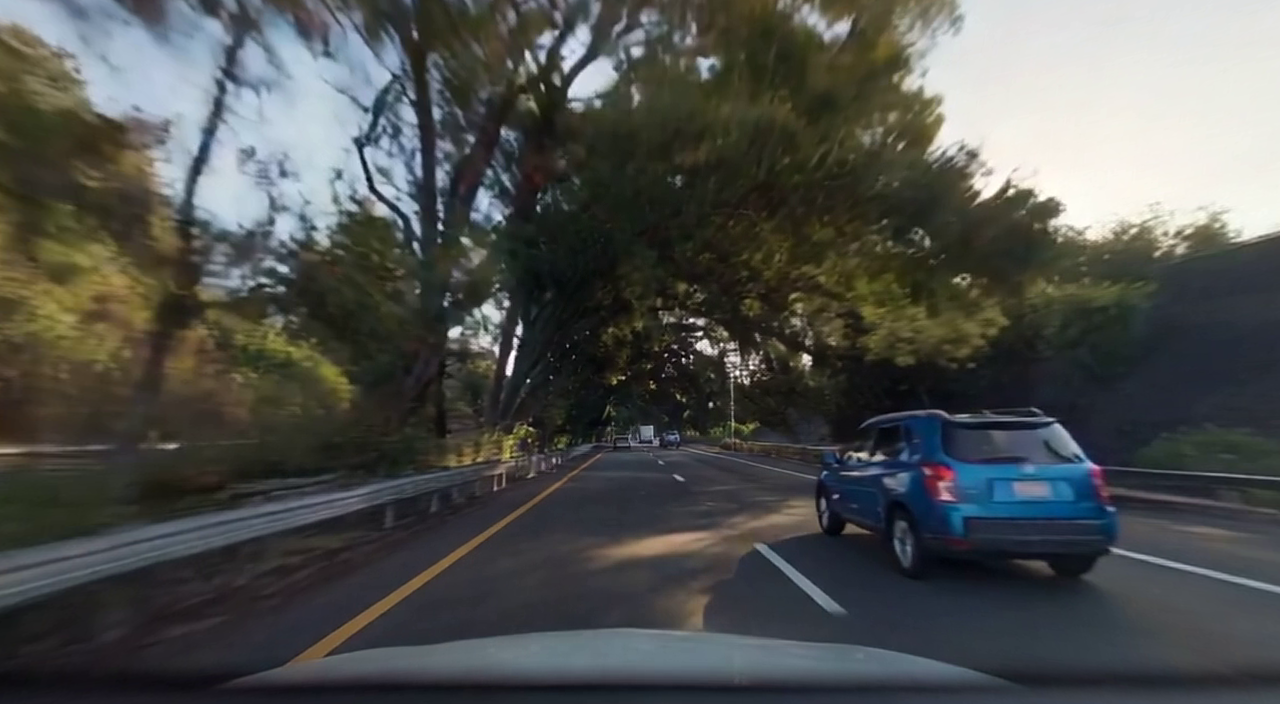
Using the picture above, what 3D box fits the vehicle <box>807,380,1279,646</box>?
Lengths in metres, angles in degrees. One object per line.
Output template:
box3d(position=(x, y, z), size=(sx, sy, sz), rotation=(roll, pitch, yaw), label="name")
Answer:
box3d(position=(3.370, 1.312, 6.304), size=(2.085, 1.681, 4.436), rotation=(0, -8, -1), label="vehicle")
